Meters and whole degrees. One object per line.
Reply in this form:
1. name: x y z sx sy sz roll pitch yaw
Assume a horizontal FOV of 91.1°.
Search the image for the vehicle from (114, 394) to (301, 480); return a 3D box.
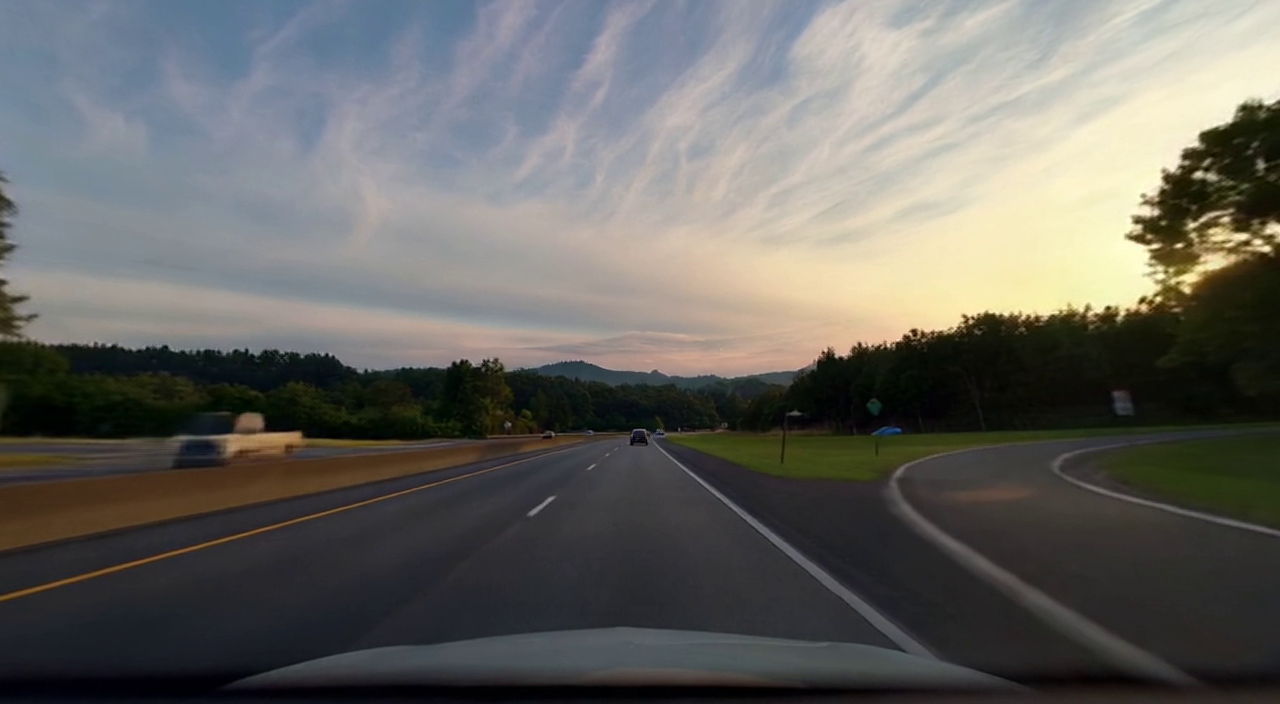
1. vehicle: -14.788 2.978 22.151 2.373 2.626 5.780 0 -8 1
